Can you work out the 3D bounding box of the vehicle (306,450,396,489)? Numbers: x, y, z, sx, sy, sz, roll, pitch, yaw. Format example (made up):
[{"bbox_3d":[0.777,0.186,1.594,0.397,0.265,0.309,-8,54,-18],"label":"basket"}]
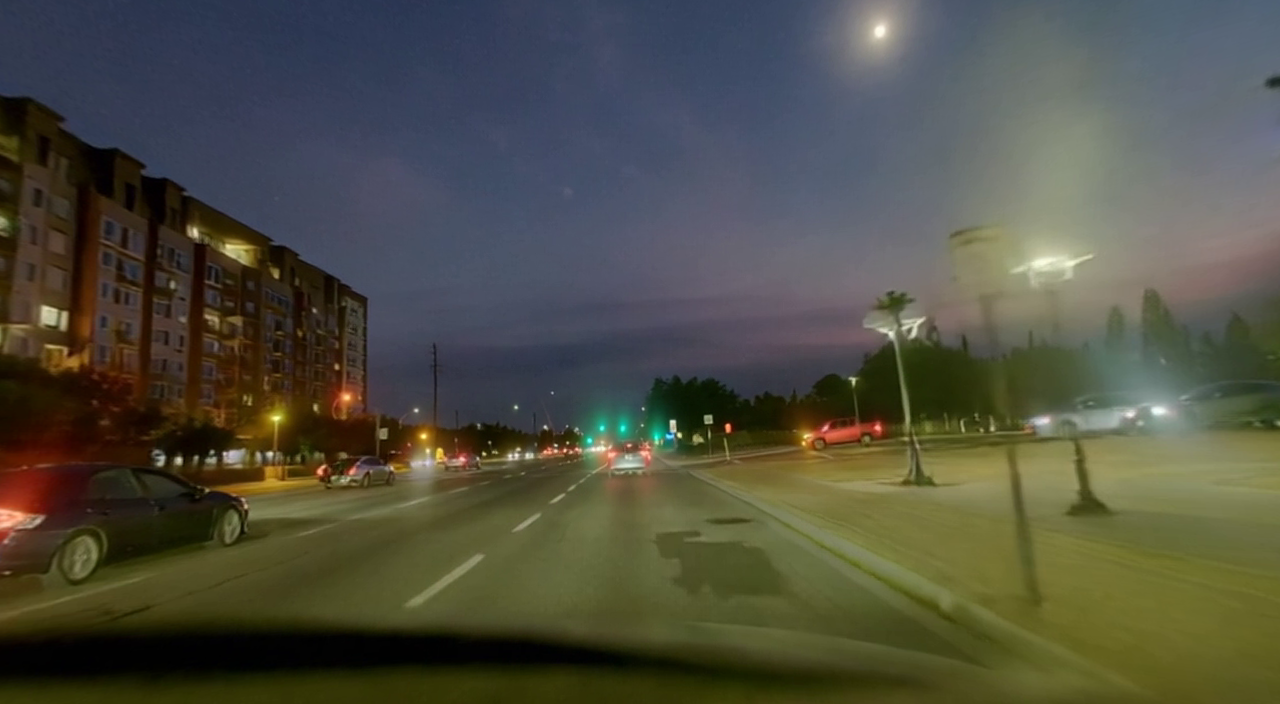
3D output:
[{"bbox_3d":[-12.270,4.979,27.210,2.024,1.484,4.592,1,-9,-5],"label":"vehicle"}]

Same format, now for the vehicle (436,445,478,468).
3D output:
[{"bbox_3d":[-14.272,8.182,49.527,2.064,1.686,4.380,0,-8,-1],"label":"vehicle"}]

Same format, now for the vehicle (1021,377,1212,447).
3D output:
[{"bbox_3d":[15.844,2.184,21.535,2.395,2.028,5.135,0,-9,-1],"label":"vehicle"}]

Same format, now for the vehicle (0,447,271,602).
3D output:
[{"bbox_3d":[-7.045,1.951,8.057,1.906,1.449,4.576,0,-8,0],"label":"vehicle"}]

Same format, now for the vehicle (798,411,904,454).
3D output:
[{"bbox_3d":[12.697,4.853,38.310,5.253,2.014,2.666,-5,-6,-4],"label":"vehicle"}]

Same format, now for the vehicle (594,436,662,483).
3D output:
[{"bbox_3d":[-0.401,3.687,21.963,2.099,1.469,4.389,0,-8,-1],"label":"vehicle"}]
